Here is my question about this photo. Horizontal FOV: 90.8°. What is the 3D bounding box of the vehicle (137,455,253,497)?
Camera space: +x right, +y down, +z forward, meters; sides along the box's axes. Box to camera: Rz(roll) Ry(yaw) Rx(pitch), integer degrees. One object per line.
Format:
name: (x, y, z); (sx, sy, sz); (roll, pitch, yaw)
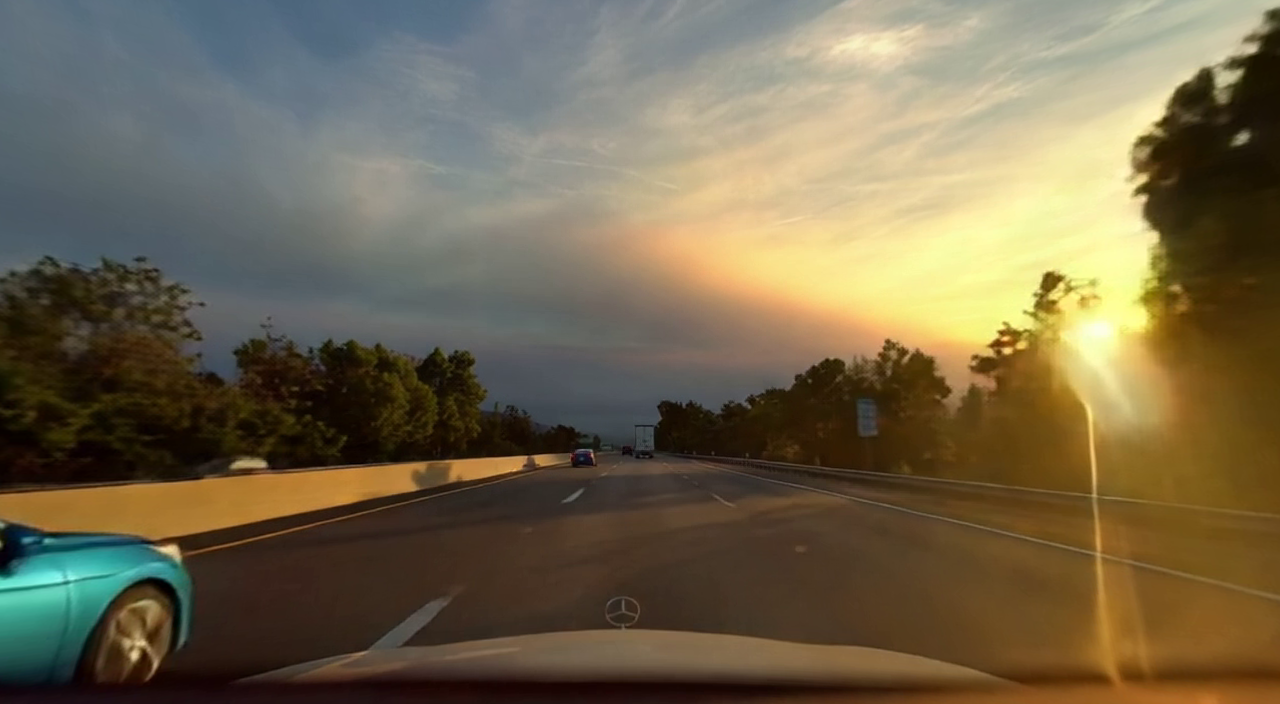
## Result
vehicle: (-16.811, 4.659, 24.072); (1.741, 1.423, 3.652); (0, -9, 0)

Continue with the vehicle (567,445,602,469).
vehicle: (-3.679, 7.014, 42.310); (2.018, 1.548, 3.849); (0, -9, -1)
